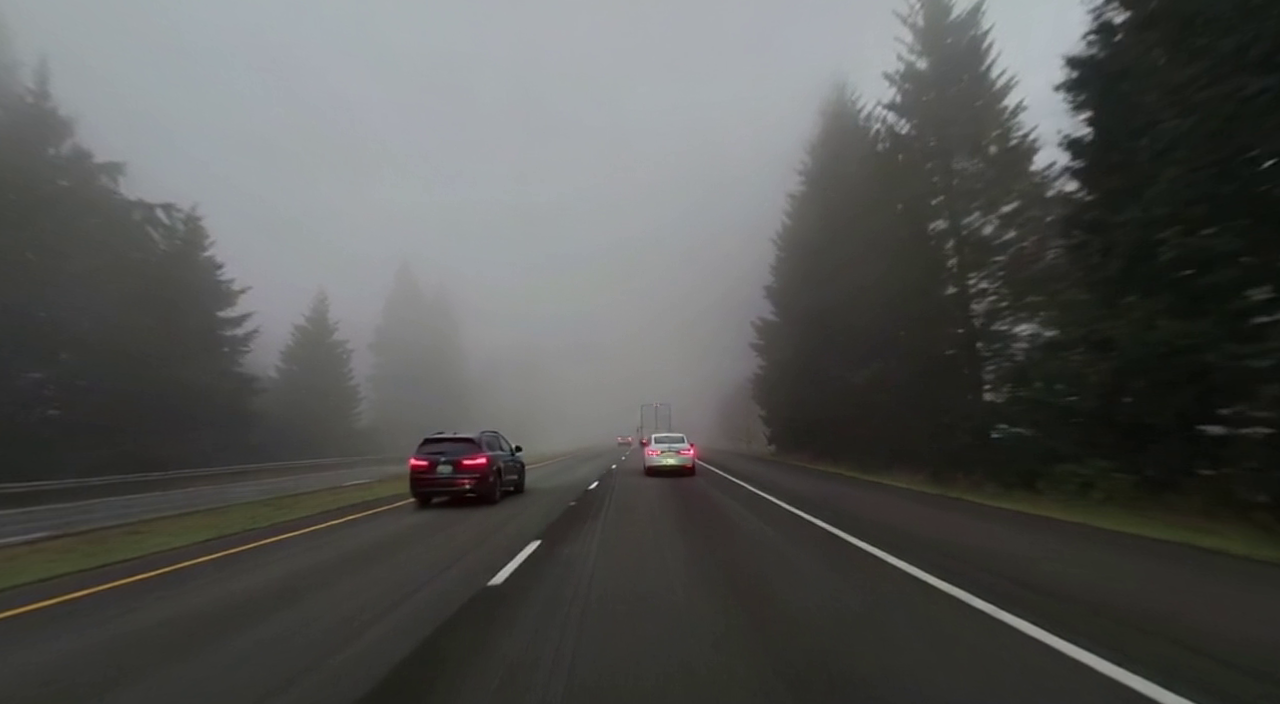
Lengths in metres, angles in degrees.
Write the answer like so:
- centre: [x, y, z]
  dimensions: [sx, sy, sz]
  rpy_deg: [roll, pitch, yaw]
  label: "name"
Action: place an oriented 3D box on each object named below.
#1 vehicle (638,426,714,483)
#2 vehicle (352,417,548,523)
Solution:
- centre: [0.988, 3.117, 19.484]
  dimensions: [2.072, 1.534, 4.300]
  rpy_deg: [0, -8, 0]
  label: "vehicle"
- centre: [-3.310, 2.156, 12.236]
  dimensions: [2.192, 1.623, 4.887]
  rpy_deg: [0, -8, 1]
  label: "vehicle"
